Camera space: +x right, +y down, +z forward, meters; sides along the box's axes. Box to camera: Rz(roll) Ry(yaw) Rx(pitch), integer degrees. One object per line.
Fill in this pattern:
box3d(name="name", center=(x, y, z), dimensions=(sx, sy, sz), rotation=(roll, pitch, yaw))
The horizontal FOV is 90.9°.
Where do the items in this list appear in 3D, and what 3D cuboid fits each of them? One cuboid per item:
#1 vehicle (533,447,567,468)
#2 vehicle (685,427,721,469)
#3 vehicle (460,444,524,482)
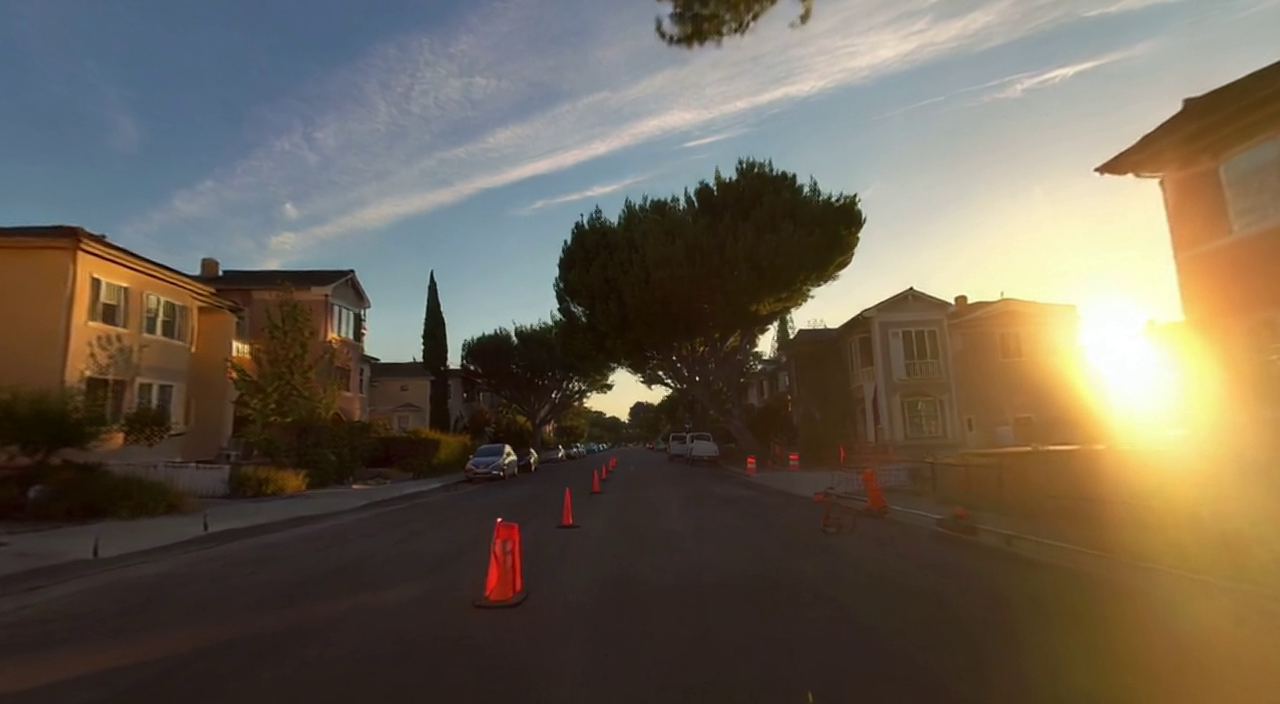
box3d(name="vehicle", center=(-6.861, 8.077, 48.543), dimensions=(1.974, 1.479, 4.607), rotation=(0, -9, 0))
box3d(name="vehicle", center=(3.920, 6.084, 40.023), dimensions=(2.082, 2.534, 3.248), rotation=(-1, -8, 3))
box3d(name="vehicle", center=(-6.724, 5.078, 29.187), dimensions=(1.957, 1.608, 4.476), rotation=(0, -9, -1))
